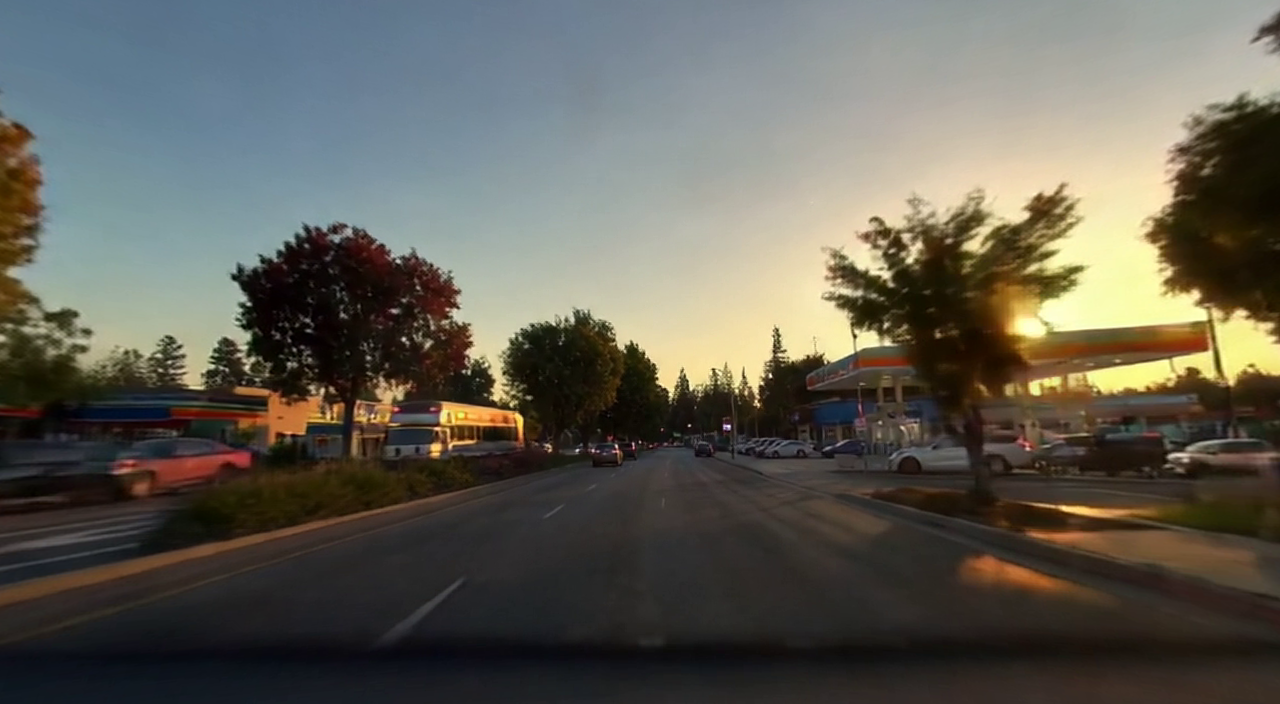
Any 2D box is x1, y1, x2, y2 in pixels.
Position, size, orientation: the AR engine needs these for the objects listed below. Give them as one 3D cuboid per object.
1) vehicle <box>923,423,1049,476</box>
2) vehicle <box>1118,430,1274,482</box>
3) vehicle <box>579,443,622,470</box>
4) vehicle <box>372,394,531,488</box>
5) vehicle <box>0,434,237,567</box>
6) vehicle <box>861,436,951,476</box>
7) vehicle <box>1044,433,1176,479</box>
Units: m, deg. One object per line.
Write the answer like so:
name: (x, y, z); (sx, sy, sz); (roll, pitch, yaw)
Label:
vehicle: (13.504, 3.871, 25.102); (2.015, 1.839, 5.416); (0, -9, 1)
vehicle: (21.832, 4.099, 25.050); (1.922, 1.861, 4.340); (1, -9, -6)
vehicle: (-2.123, 5.763, 34.925); (1.959, 1.406, 4.272); (0, -8, 2)
vehicle: (-7.948, 4.116, 29.347); (3.056, 3.289, 13.199); (-2, -8, 1)
vehicle: (-8.201, 1.939, 8.866); (2.099, 1.467, 4.596); (-2, -7, 0)
vehicle: (10.585, 4.162, 25.489); (1.888, 1.465, 4.727); (-1, -9, 4)
vehicle: (18.686, 4.159, 25.391); (1.845, 1.650, 4.651); (-1, -8, 3)
